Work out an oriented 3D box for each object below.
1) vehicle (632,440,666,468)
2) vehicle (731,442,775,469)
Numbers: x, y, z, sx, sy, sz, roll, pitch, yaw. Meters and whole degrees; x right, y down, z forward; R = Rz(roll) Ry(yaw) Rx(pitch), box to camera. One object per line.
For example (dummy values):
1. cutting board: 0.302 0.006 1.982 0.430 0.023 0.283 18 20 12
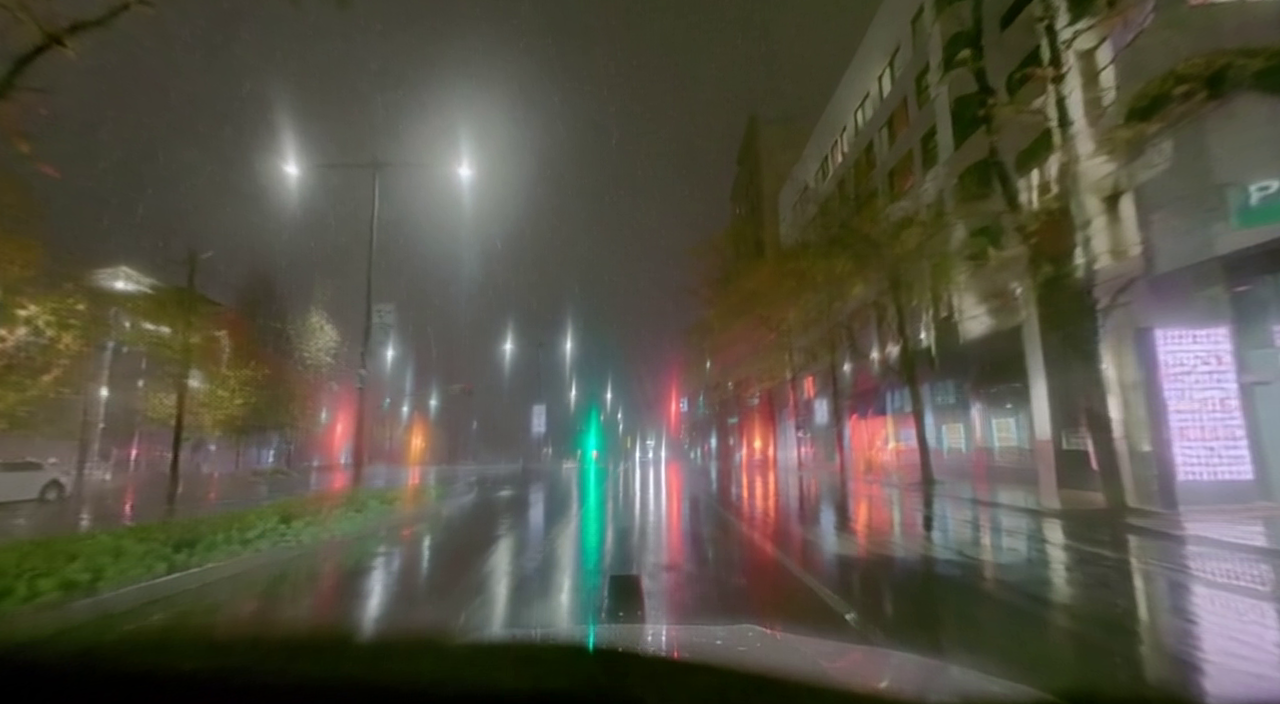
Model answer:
1. vehicle: 0.617 6.878 42.774 2.223 1.775 4.250 0 -8 1
2. vehicle: 7.762 7.141 43.736 1.987 1.772 4.749 0 -8 -2
